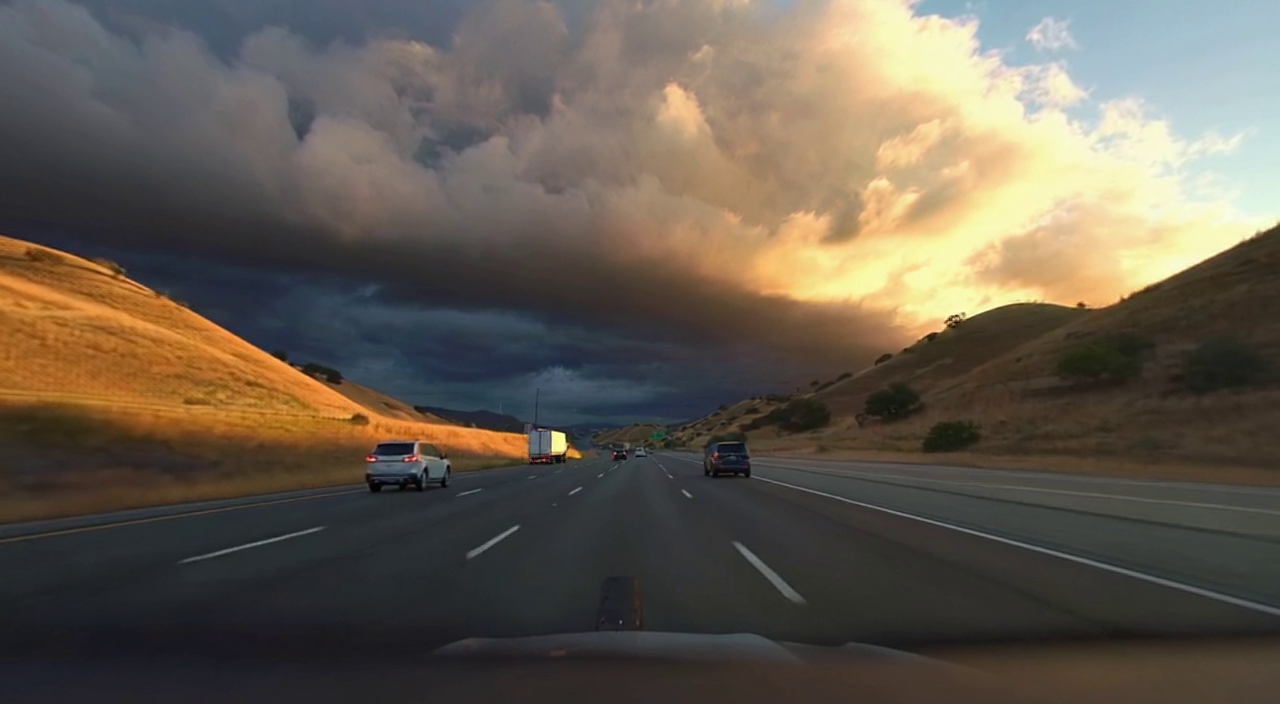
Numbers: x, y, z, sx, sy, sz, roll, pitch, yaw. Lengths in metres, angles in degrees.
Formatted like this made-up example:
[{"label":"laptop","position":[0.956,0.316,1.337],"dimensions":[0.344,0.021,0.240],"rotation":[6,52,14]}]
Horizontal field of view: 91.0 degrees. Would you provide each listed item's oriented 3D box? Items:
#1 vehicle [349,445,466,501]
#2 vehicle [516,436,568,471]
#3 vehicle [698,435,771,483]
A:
[{"label":"vehicle","position":[-7.239,3.791,20.234],"dimensions":[1.935,1.550,4.883],"rotation":[0,-9,0]},{"label":"vehicle","position":[-7.555,7.999,49.537],"dimensions":[2.937,2.509,7.090],"rotation":[0,-9,0]},{"label":"vehicle","position":[3.770,4.396,26.106],"dimensions":[2.231,1.789,4.700],"rotation":[0,-9,-1]}]
